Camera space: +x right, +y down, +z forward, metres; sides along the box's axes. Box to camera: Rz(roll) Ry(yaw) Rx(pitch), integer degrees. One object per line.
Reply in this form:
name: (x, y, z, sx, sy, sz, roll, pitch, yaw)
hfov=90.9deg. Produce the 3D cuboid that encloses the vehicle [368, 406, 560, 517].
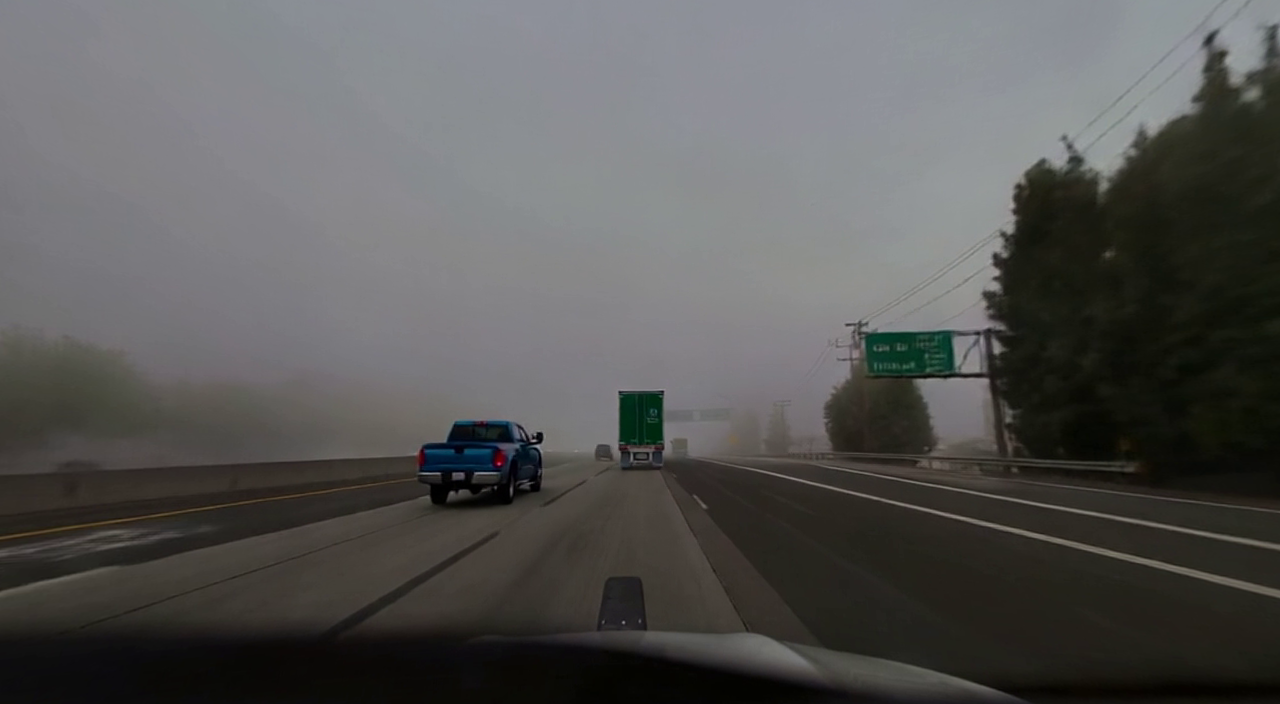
vehicle: (-3.832, 2.600, 15.577, 2.749, 2.141, 6.515, 0, -8, 1)

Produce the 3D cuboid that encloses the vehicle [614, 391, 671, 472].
vehicle: (0.204, 4.943, 38.368, 2.879, 4.085, 13.125, 0, -8, 1)
